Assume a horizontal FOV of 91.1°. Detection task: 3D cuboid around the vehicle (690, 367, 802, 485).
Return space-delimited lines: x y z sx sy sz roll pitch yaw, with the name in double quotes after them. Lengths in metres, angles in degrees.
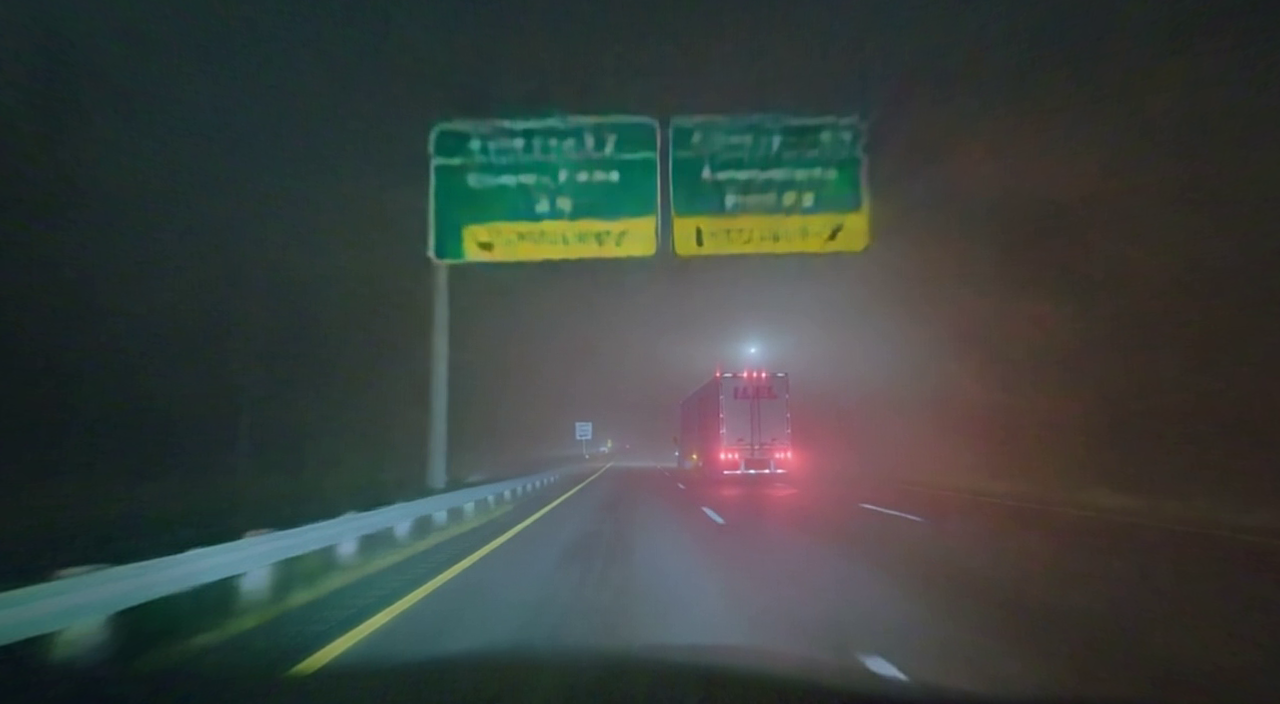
3.963 3.158 25.811 2.879 4.075 8.126 0 -9 -2 "vehicle"
